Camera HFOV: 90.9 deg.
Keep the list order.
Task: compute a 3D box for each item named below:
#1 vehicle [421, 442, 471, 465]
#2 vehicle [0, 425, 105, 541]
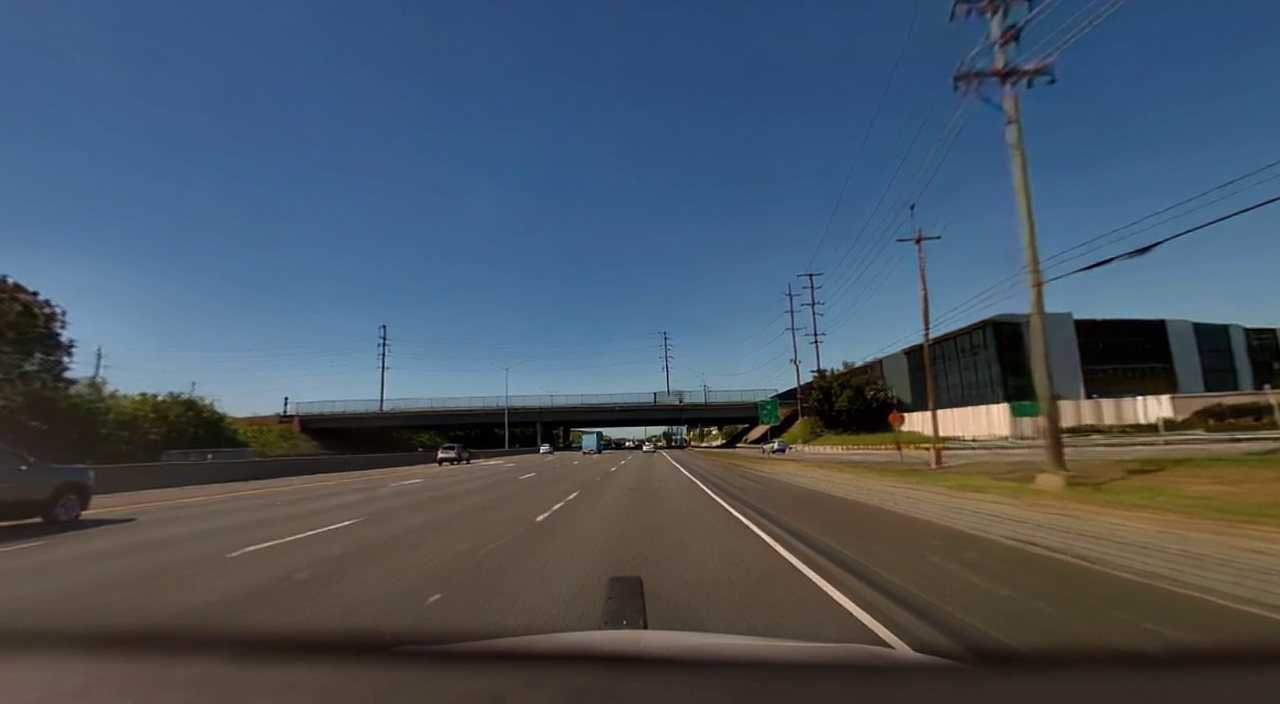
[{"bbox_3d":[-13.527,7.093,44.210,1.988,1.477,4.442,0,-8,1],"label":"vehicle"},{"bbox_3d":[-10.312,1.801,8.502,2.122,1.655,4.533,0,-8,1],"label":"vehicle"}]
